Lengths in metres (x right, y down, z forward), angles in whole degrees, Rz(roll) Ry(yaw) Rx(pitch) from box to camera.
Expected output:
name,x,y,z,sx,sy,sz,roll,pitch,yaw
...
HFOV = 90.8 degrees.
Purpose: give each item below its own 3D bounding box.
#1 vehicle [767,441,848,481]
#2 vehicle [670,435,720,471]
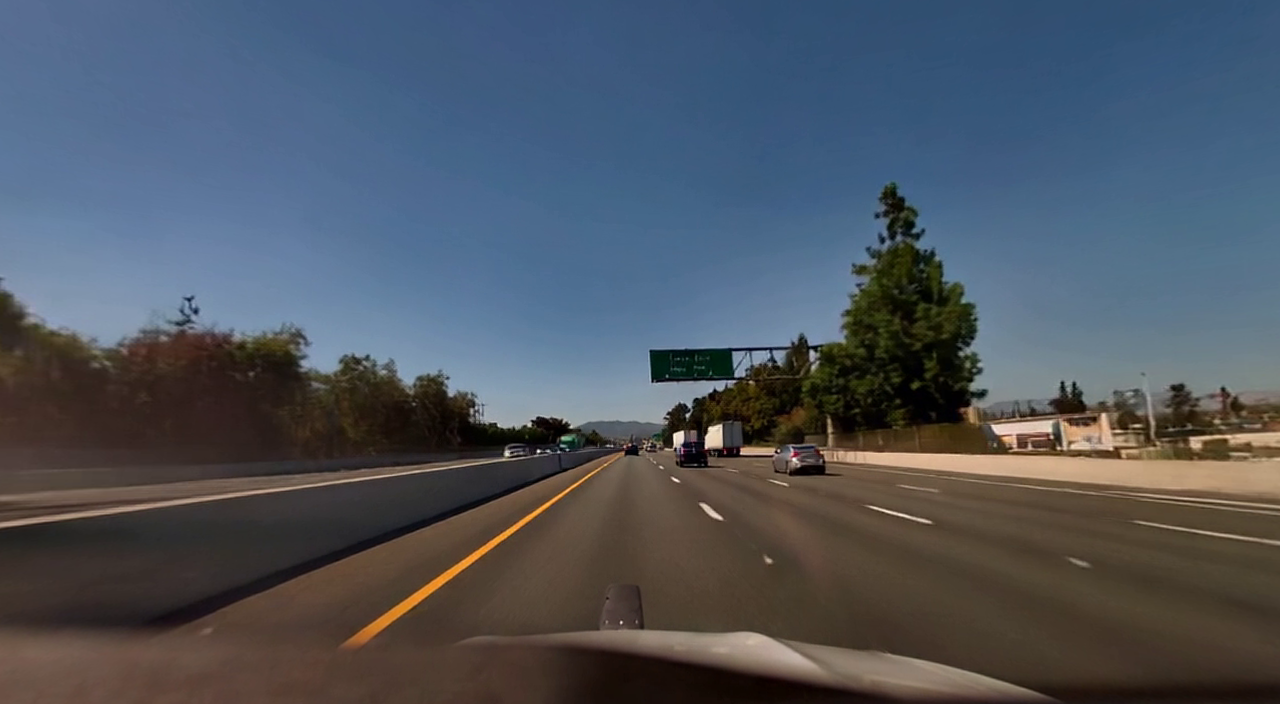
name,x,y,z,sx,sy,sz,roll,pitch,yaw
vehicle,6.493,4.268,25.025,2.009,1.456,4.097,0,-9,-1
vehicle,2.919,5.523,34.701,2.258,1.824,4.908,0,-9,-1
